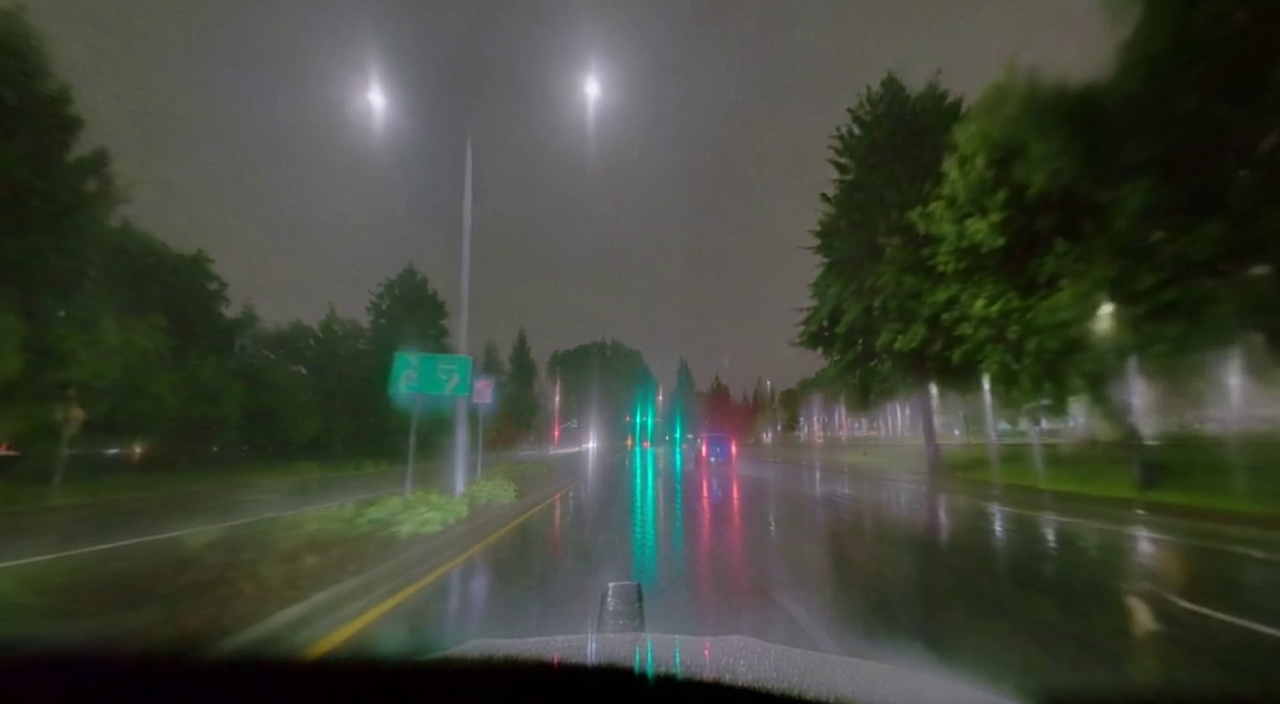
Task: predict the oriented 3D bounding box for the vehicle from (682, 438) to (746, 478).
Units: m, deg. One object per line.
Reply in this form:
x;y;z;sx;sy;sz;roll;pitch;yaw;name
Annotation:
2.960;4.352;26.173;2.056;1.483;4.091;0;-8;-1;vehicle
